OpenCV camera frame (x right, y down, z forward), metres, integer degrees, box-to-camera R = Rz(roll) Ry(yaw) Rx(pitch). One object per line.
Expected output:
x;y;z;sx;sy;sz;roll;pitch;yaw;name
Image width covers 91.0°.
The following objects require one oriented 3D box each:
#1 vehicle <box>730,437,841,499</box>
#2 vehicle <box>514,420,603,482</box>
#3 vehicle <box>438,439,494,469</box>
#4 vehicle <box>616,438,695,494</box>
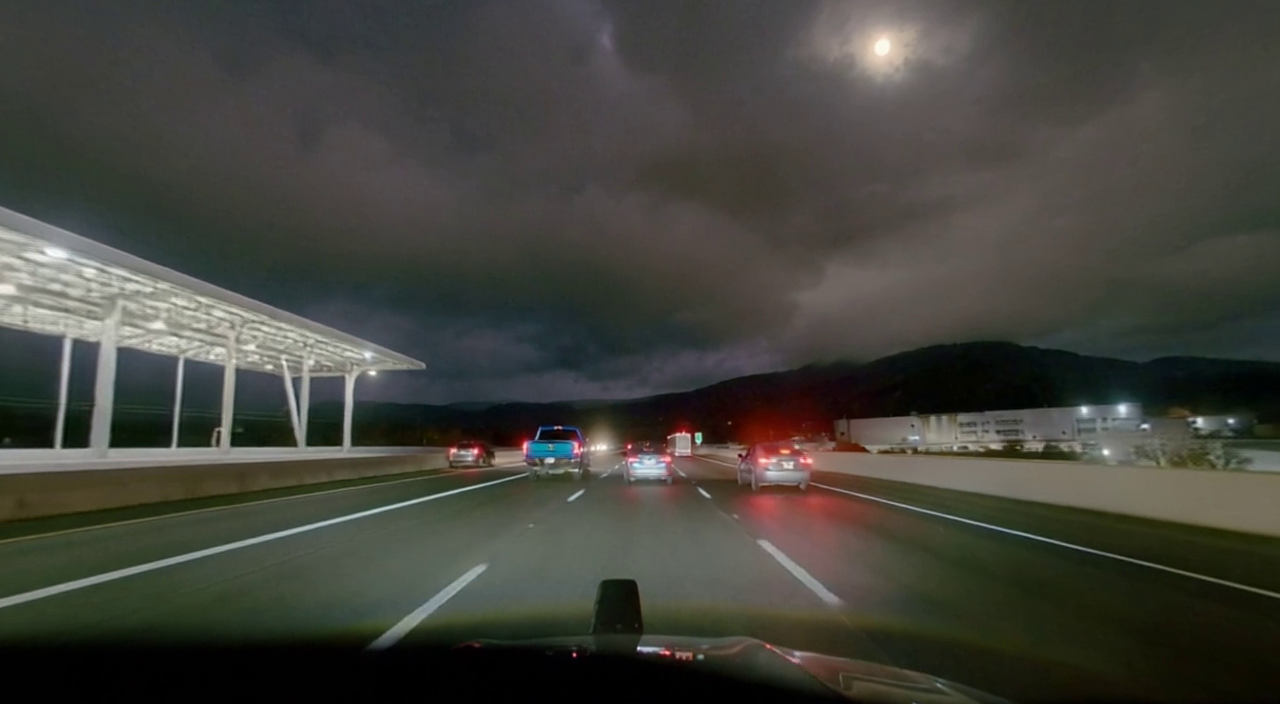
3.972;3.258;18.117;2.023;1.510;4.773;0;-9;-1;vehicle
-3.152;4.083;26.244;2.733;2.230;6.820;0;-9;1;vehicle
-10.800;6.365;39.381;2.137;1.728;4.665;0;-9;0;vehicle
0.421;3.441;19.362;2.171;1.493;4.081;0;-9;0;vehicle
